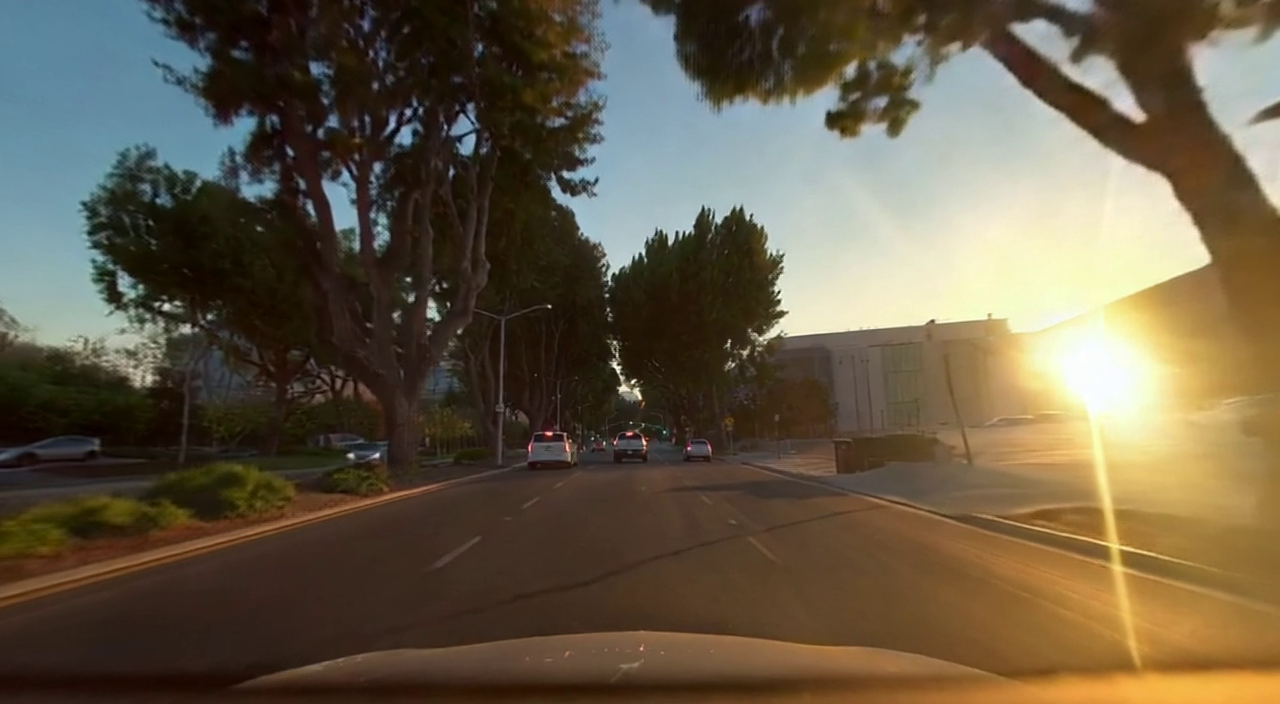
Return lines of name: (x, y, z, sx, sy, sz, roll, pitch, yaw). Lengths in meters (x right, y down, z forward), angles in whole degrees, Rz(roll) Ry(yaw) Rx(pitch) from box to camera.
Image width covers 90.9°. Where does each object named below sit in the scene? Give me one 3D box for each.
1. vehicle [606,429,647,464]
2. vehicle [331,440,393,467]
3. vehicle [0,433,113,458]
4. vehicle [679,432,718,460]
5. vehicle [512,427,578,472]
vehicle: (-0.650, 4.938, 33.121, 2.022, 1.700, 4.084, 0, -8, 0)
vehicle: (-19.776, 7.225, 45.060, 2.128, 1.841, 5.012, 0, -8, 0)
vehicle: (-35.338, 5.639, 37.951, 1.883, 1.383, 5.637, -1, -9, 8)
vehicle: (3.441, 5.607, 37.585, 1.847, 1.554, 4.052, 0, -8, -1)
vehicle: (-3.879, 4.079, 26.475, 2.047, 1.710, 4.314, 0, -8, 1)
